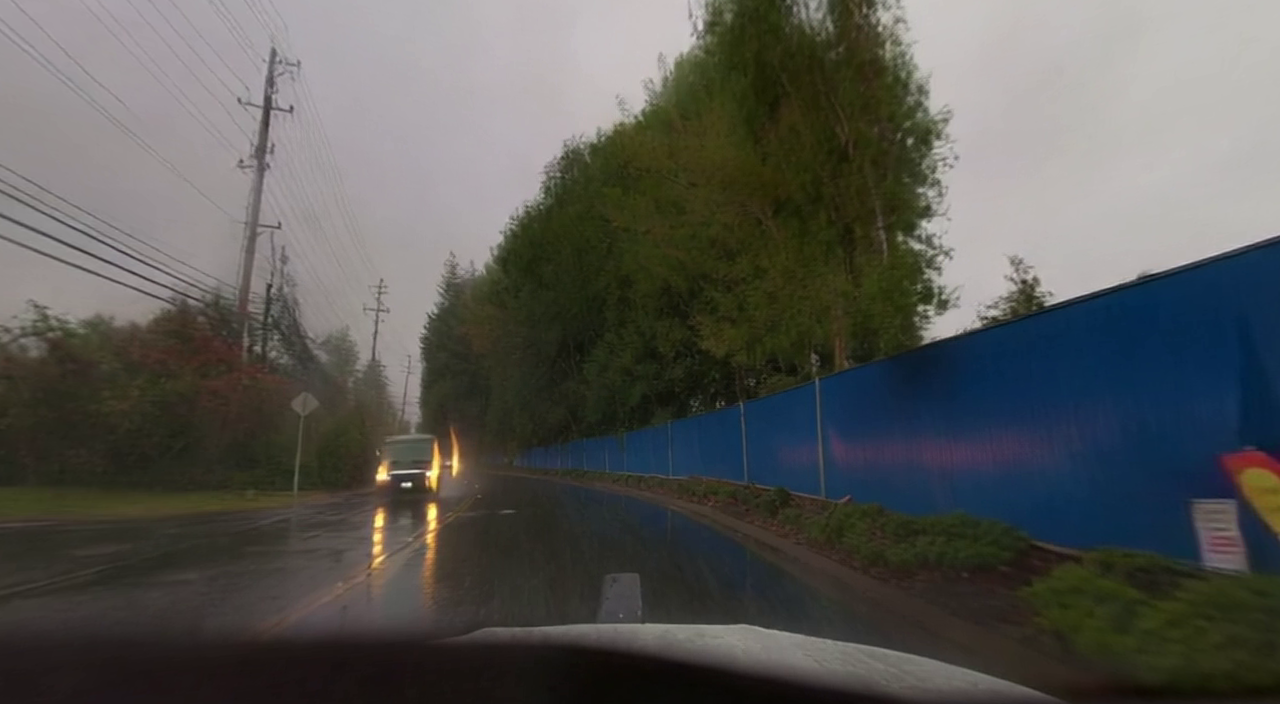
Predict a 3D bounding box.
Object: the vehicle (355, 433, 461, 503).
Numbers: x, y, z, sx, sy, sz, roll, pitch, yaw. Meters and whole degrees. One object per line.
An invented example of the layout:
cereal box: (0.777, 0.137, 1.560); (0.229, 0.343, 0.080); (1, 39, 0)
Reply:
vehicle: (-6.986, 3.508, 19.539); (2.185, 1.901, 4.177); (1, -9, -8)
